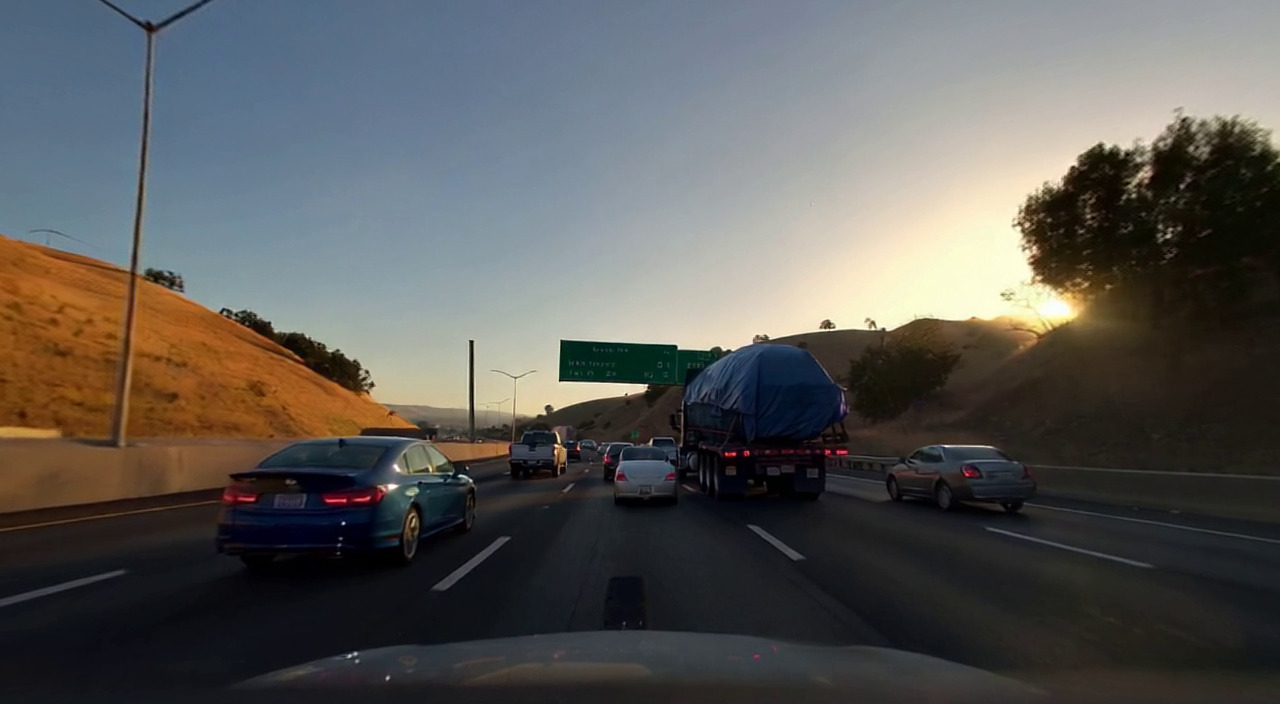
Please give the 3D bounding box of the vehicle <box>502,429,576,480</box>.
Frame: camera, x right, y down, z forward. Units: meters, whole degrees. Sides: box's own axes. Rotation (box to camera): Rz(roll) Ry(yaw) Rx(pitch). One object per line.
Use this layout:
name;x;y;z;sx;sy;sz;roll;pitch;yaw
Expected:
vehicle;-3.895;4.063;25.302;2.348;1.821;5.061;0;-8;-2

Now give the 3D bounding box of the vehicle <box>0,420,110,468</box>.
vehicle;-22.124;3.322;22.687;1.953;1.555;4.995;0;-8;-3

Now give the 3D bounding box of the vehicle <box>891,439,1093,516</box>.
vehicle;7.743;2.762;14.480;2.092;1.495;4.194;0;-8;-2

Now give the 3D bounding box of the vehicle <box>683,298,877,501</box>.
vehicle;3.170;1.698;18.186;2.759;4.098;10.906;0;-8;-2

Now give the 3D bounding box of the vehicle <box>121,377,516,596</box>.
vehicle;-3.334;1.557;8.256;2.318;1.902;5.374;0;-8;0

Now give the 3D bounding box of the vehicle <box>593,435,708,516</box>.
vehicle;0.144;2.573;13.645;2.105;1.471;3.978;0;-8;-2
